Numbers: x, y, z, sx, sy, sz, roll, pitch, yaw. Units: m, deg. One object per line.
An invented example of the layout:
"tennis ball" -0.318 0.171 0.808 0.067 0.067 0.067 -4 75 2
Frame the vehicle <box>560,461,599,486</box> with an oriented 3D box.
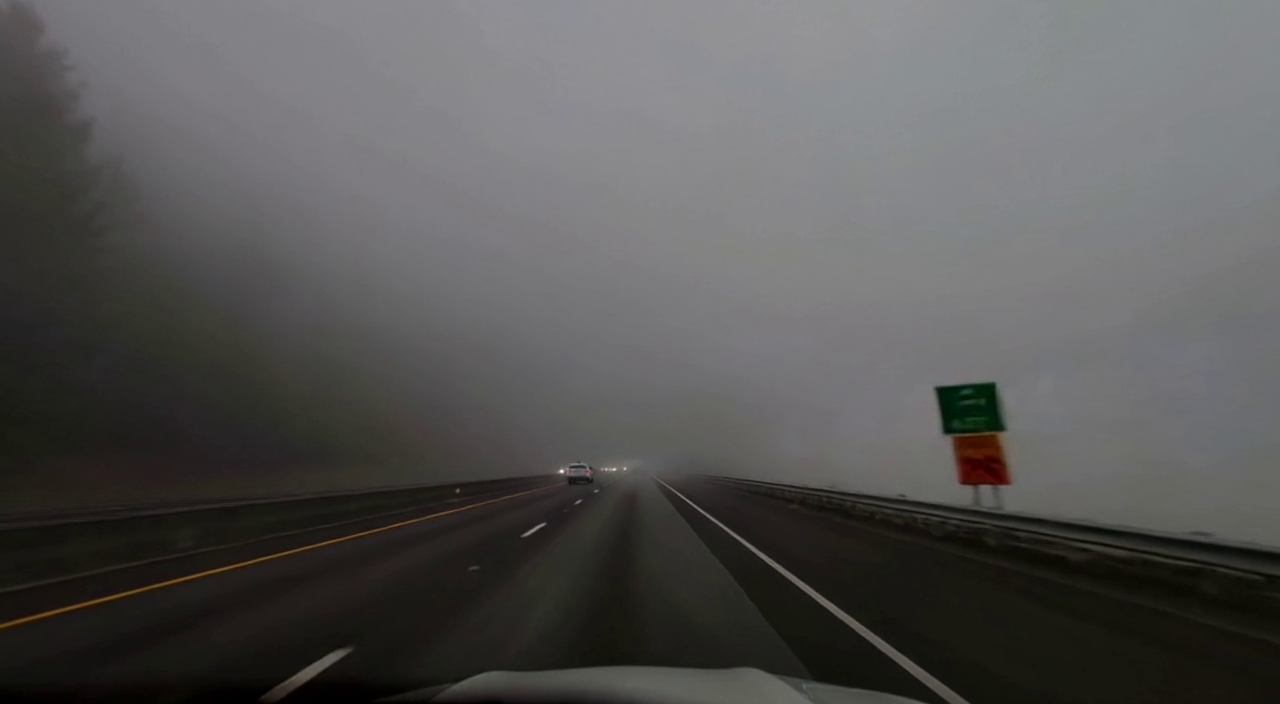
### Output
"vehicle" -4.088 8.348 43.456 2.180 1.618 4.219 1 -10 1
